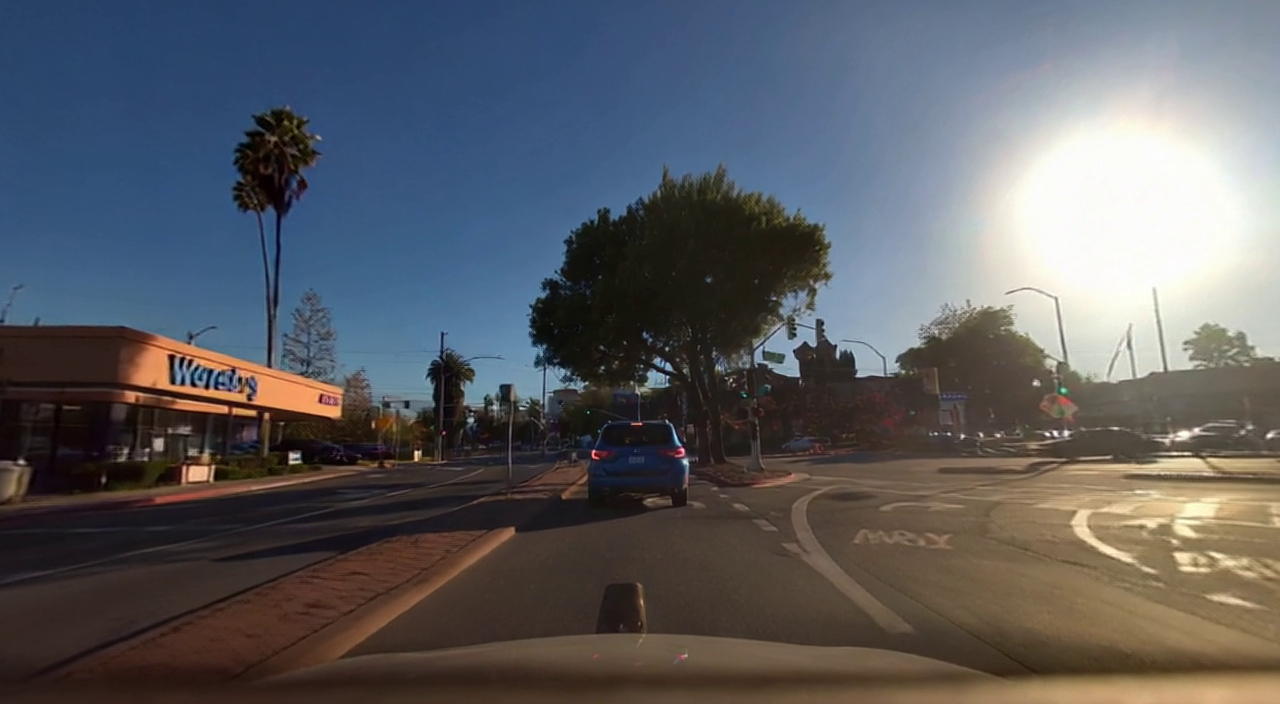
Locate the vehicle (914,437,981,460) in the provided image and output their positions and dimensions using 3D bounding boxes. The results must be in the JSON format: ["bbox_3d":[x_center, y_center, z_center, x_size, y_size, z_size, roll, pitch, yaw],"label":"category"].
[{"bbox_3d":[20.514,6.416,42.124,3.809,1.435,1.690,-5,-10,31],"label":"vehicle"}]

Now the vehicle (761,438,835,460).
[{"bbox_3d":[11.069,6.778,44.380,4.665,1.467,1.833,-6,-10,34],"label":"vehicle"}]

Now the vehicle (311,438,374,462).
[{"bbox_3d":[-22.247,7.295,47.147,4.790,1.687,1.969,-6,-10,33],"label":"vehicle"}]

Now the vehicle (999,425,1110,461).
[{"bbox_3d":[21.761,4.813,33.348,4.641,1.778,1.958,-5,-10,32],"label":"vehicle"}]

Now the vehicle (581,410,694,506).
[{"bbox_3d":[-0.035,2.499,15.206,2.263,1.932,4.709,0,-8,0],"label":"vehicle"}]

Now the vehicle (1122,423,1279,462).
[{"bbox_3d":[28.816,4.714,32.761,5.809,1.839,1.957,-6,-10,34],"label":"vehicle"}]
